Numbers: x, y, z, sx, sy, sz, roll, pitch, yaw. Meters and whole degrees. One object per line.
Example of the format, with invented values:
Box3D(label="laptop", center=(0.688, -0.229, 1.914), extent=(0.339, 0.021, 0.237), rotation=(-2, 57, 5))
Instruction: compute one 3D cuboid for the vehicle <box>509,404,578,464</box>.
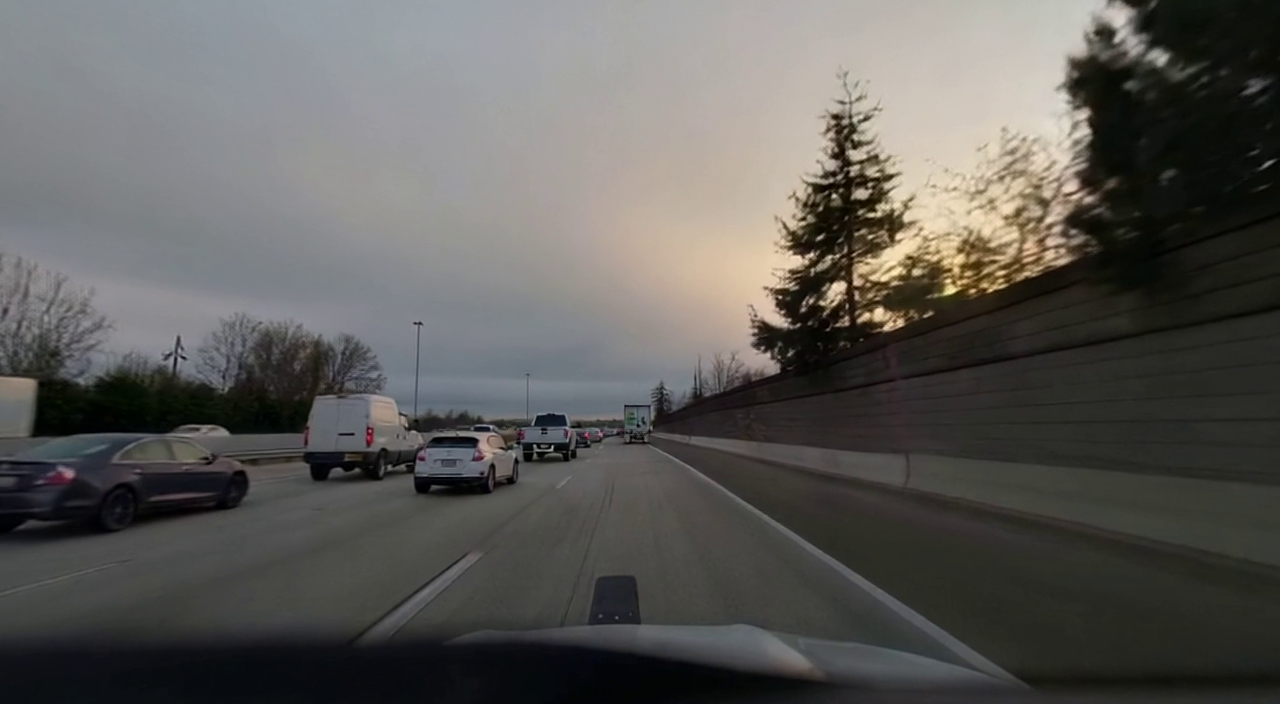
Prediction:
Box3D(label="vehicle", center=(-4.362, 3.826, 29.364), extent=(2.427, 2.514, 5.159), rotation=(0, -8, 0))

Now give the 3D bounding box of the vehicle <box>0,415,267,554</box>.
Box3D(label="vehicle", center=(-7.600, 1.761, 9.105), extent=(1.957, 1.545, 3.971), rotation=(0, -8, 0))

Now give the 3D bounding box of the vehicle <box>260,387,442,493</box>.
Box3D(label="vehicle", center=(-7.621, 2.429, 17.532), extent=(2.386, 2.435, 5.831), rotation=(0, -8, -2))

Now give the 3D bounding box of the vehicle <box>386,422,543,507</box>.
Box3D(label="vehicle", center=(-3.406, 2.262, 13.167), extent=(2.089, 1.485, 4.153), rotation=(0, -8, 0))
